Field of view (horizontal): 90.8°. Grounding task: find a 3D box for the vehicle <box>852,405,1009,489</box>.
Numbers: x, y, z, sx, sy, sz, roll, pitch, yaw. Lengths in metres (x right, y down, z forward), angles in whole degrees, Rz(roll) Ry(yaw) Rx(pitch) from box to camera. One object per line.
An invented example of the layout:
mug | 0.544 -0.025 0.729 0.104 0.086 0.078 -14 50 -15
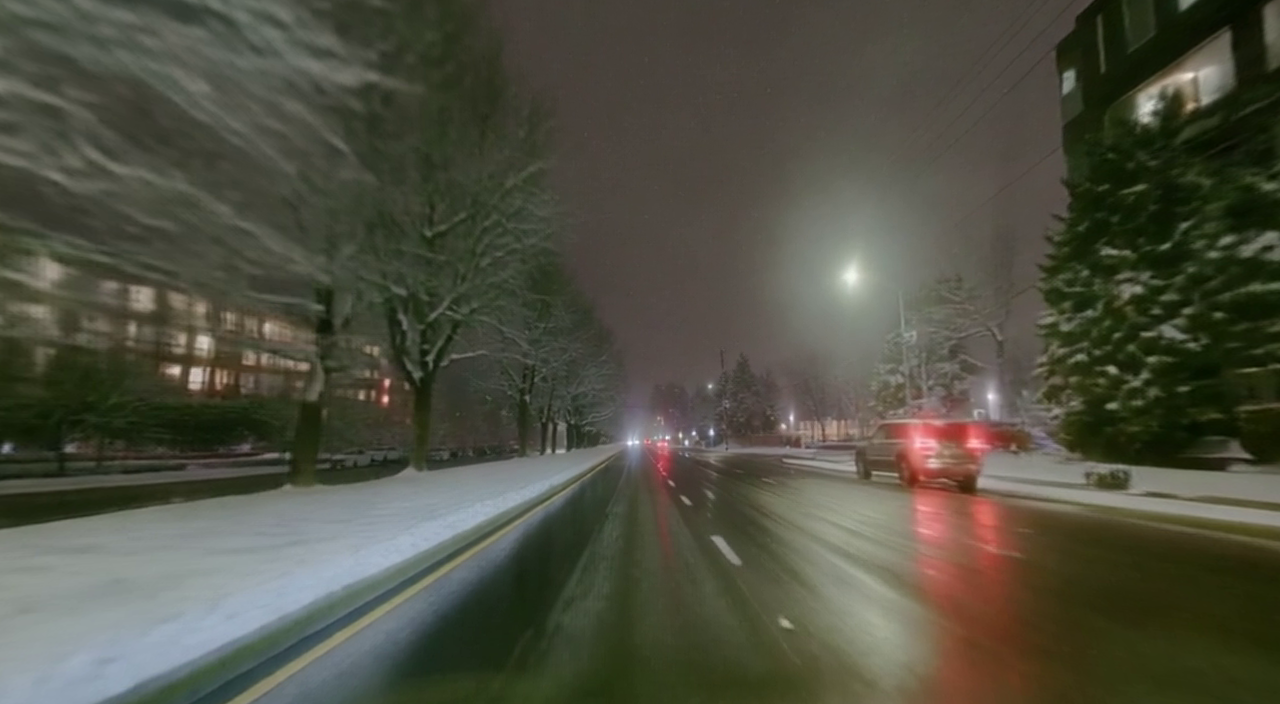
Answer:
vehicle | 9.872 3.340 22.251 2.456 2.534 5.930 0 -8 -2

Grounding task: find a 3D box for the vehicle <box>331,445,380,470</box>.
vehicle | -22.168 8.245 49.408 1.863 1.845 4.073 0 -8 1
